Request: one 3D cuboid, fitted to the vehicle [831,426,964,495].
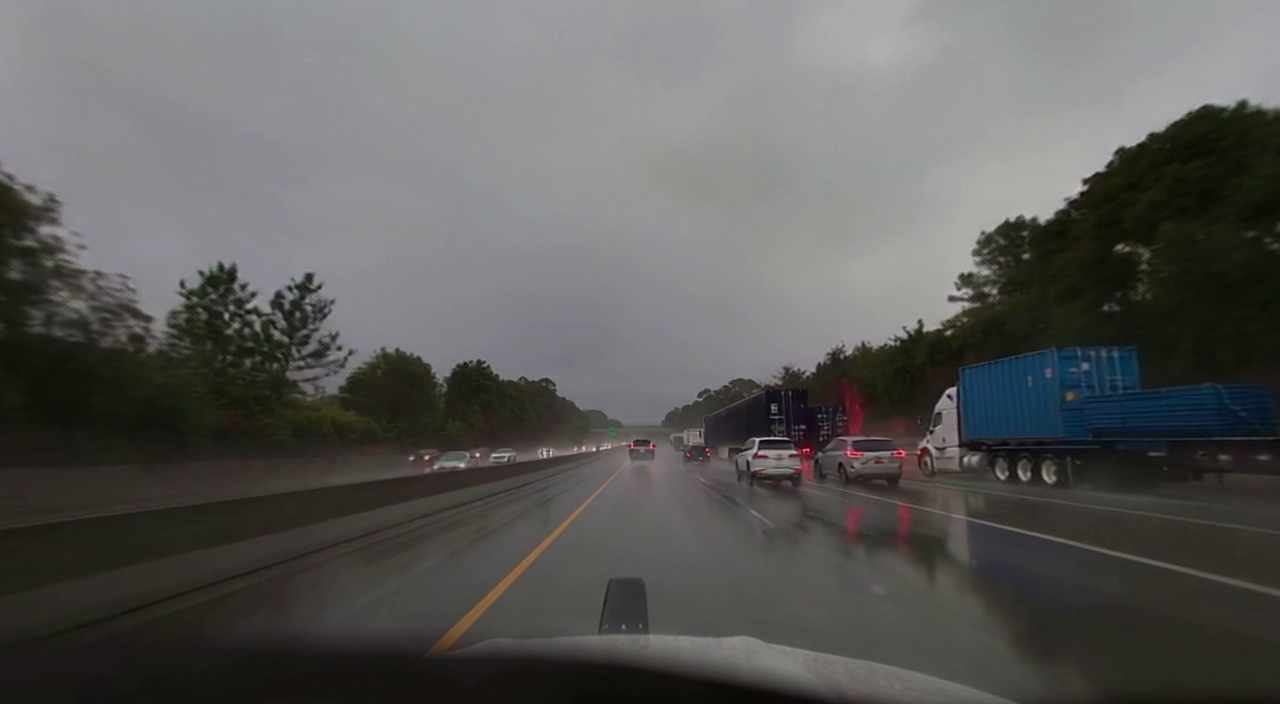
[{"bbox_3d":[7.633,3.255,19.196,1.985,1.835,4.681,0,-8,-1],"label":"vehicle"}]

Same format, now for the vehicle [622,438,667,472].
[{"bbox_3d":[0.249,5.711,35.108,2.313,1.736,4.215,0,-8,0],"label":"vehicle"}]

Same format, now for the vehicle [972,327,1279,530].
[{"bbox_3d":[11.649,1.840,14.260,2.786,3.226,9.750,0,-8,0],"label":"vehicle"}]

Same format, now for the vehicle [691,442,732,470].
[{"bbox_3d":[4.158,6.087,37.003,1.888,1.501,4.608,0,-8,0],"label":"vehicle"}]

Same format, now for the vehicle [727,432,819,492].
[{"bbox_3d":[4.081,3.423,19.946,1.972,1.693,4.139,0,-8,-1],"label":"vehicle"}]
